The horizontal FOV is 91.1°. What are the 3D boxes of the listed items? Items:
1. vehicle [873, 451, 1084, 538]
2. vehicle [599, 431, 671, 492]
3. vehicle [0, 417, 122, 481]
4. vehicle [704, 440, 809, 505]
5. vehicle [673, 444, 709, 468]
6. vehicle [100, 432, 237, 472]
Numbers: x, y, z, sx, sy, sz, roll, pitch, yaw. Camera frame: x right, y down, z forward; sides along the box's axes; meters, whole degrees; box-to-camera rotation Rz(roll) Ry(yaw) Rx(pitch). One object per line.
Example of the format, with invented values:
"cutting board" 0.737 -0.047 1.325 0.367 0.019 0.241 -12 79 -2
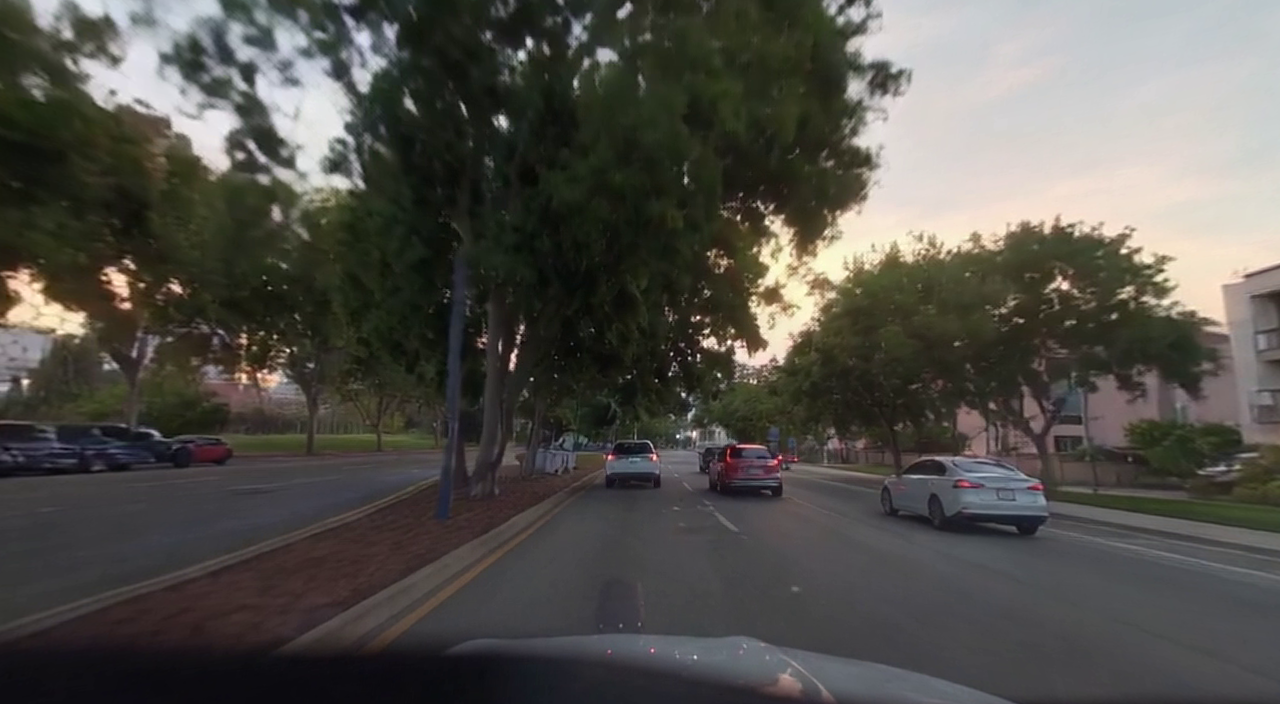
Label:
"vehicle" 6.708 2.825 13.120 1.944 1.458 4.268 0 -8 -1
"vehicle" -0.146 3.388 19.726 2.008 1.674 4.239 0 -8 0
"vehicle" -19.089 2.993 19.399 1.903 1.768 4.985 0 -8 0
"vehicle" 2.960 3.162 16.913 1.932 1.510 4.168 0 -8 -1
"vehicle" 3.363 6.938 42.070 2.012 1.462 4.163 0 -8 -1
"vehicle" -18.950 4.043 25.600 1.851 1.477 4.891 0 -8 -1
